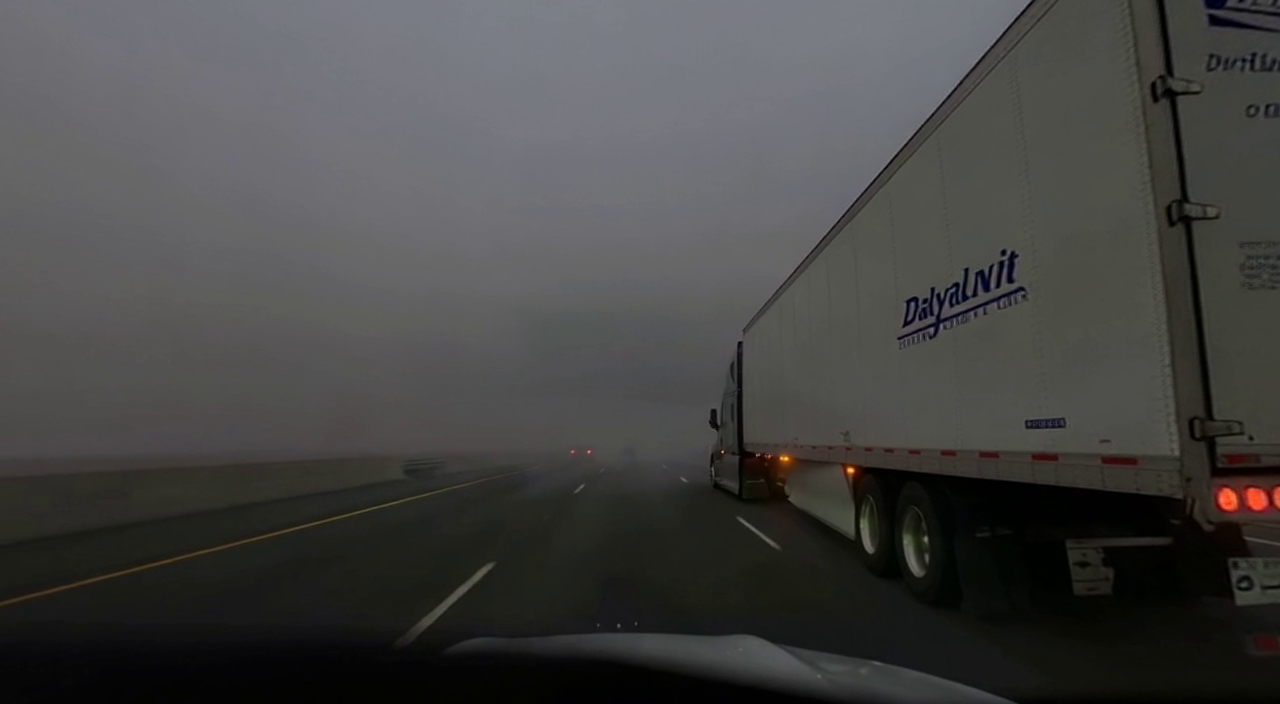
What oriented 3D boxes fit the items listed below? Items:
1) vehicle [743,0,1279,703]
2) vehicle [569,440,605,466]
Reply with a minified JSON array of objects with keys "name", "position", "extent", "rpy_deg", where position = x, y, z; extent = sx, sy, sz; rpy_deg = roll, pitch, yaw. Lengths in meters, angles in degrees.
[{"name":"vehicle","position":[4.031,0.517,9.305],"extent":[2.962,4.132,12.720],"rpy_deg":[0,-8,0]},{"name":"vehicle","position":[-3.427,6.638,41.715],"extent":[2.030,1.657,3.926],"rpy_deg":[0,-8,0]}]
